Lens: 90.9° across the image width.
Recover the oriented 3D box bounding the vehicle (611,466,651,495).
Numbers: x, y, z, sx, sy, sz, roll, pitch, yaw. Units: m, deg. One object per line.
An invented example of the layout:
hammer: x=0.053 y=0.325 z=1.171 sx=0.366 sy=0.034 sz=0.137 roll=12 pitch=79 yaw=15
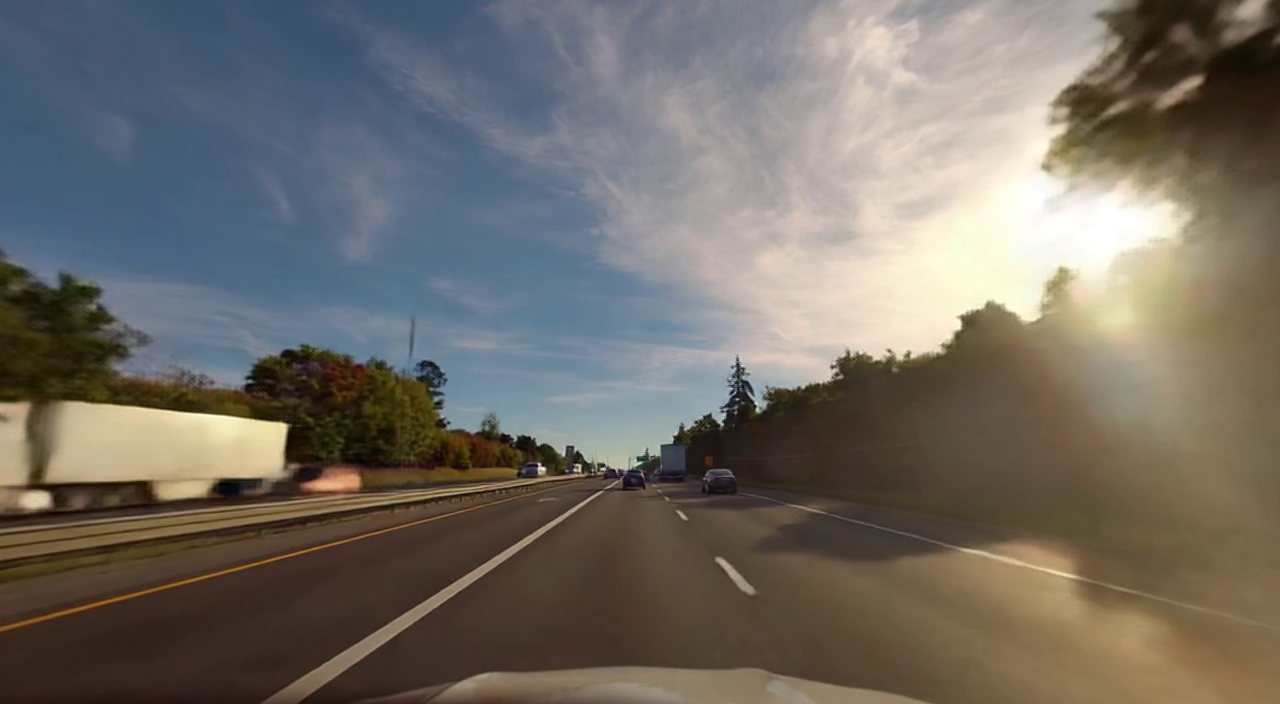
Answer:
vehicle: x=-0.479 y=6.870 z=33.872 sx=2.010 sy=1.436 sz=3.973 roll=0 pitch=-10 yaw=-1

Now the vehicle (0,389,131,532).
vehicle: x=-19.763 y=3.358 z=19.416 sx=2.911 sy=4.025 sz=5.844 roll=0 pitch=-10 yaw=0

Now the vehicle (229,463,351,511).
vehicle: x=-12.518 y=4.832 z=22.934 sx=1.889 sy=1.535 sz=4.380 roll=0 pitch=-10 yaw=0

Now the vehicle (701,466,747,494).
vehicle: x=4.739 y=7.325 z=36.157 sx=1.897 sy=1.476 sz=4.334 roll=1 pitch=-10 yaw=-2
